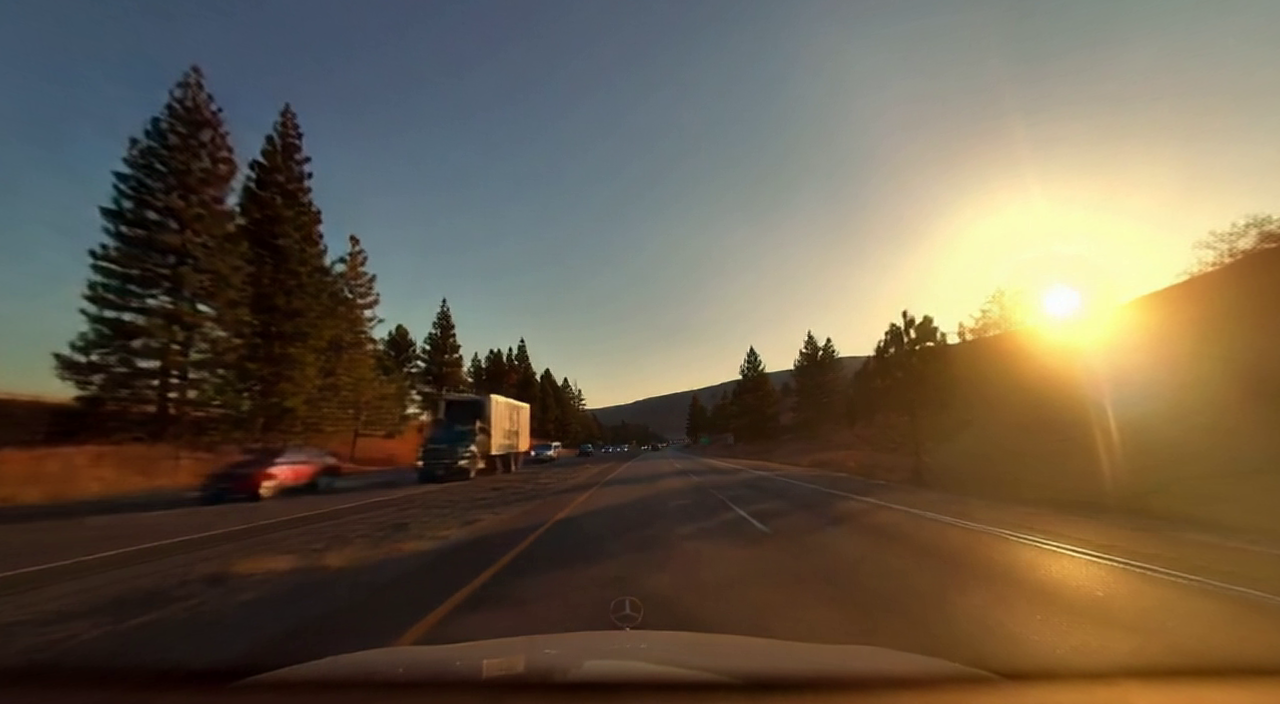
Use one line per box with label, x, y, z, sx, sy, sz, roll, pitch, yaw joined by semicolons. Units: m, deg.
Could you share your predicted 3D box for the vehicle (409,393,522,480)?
vehicle;-8.804;4.537;33.369;2.929;3.915;9.419;-1;-8;2
